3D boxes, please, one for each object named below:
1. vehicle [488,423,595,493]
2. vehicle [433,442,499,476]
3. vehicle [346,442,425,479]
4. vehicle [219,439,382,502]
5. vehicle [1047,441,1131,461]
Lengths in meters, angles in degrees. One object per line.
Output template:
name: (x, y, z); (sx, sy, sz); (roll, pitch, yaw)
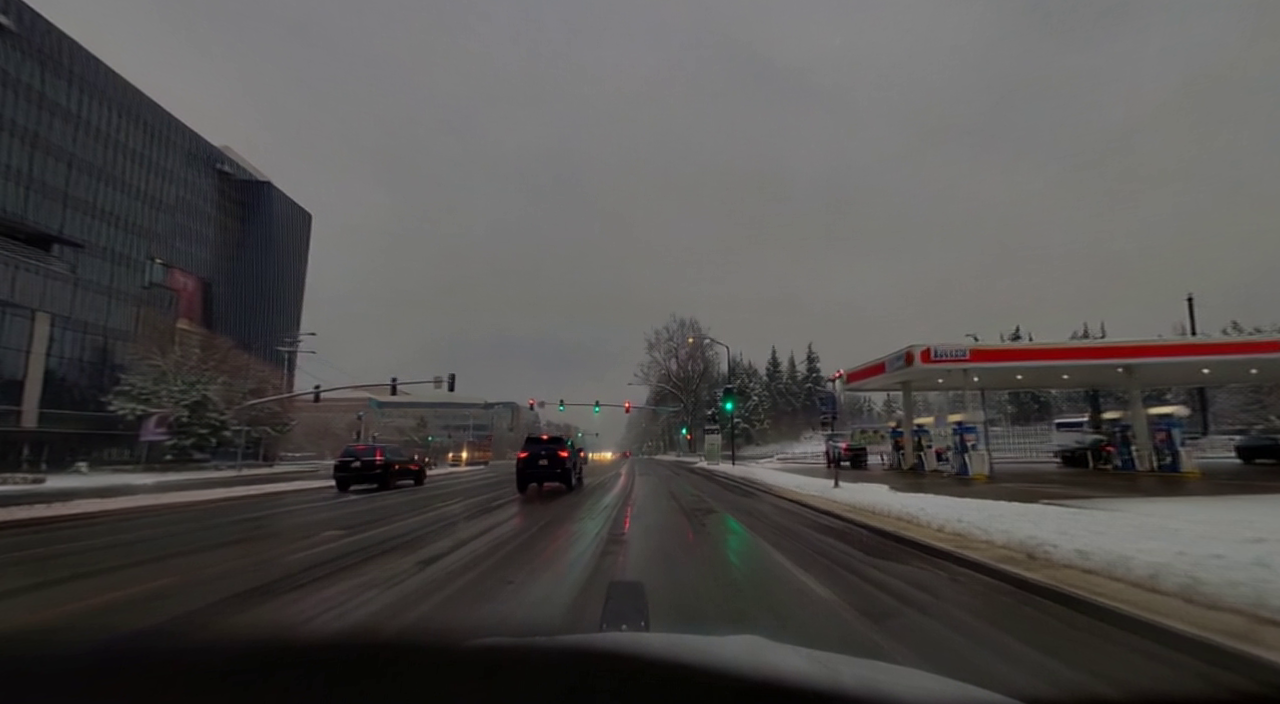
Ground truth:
vehicle: (-3.211, 3.686, 22.339); (2.602, 2.091, 6.347); (0, -8, 2)
vehicle: (-9.061, 5.575, 33.221); (2.068, 1.659, 4.509); (0, -8, 2)
vehicle: (-11.906, 5.079, 29.789); (1.875, 1.624, 4.151); (0, -8, 1)
vehicle: (-9.393, 3.294, 18.022); (1.965, 1.541, 4.718); (0, -8, 1)
vehicle: (35.067, 7.777, 49.370); (4.849, 1.399, 2.057); (-1, -10, 17)
